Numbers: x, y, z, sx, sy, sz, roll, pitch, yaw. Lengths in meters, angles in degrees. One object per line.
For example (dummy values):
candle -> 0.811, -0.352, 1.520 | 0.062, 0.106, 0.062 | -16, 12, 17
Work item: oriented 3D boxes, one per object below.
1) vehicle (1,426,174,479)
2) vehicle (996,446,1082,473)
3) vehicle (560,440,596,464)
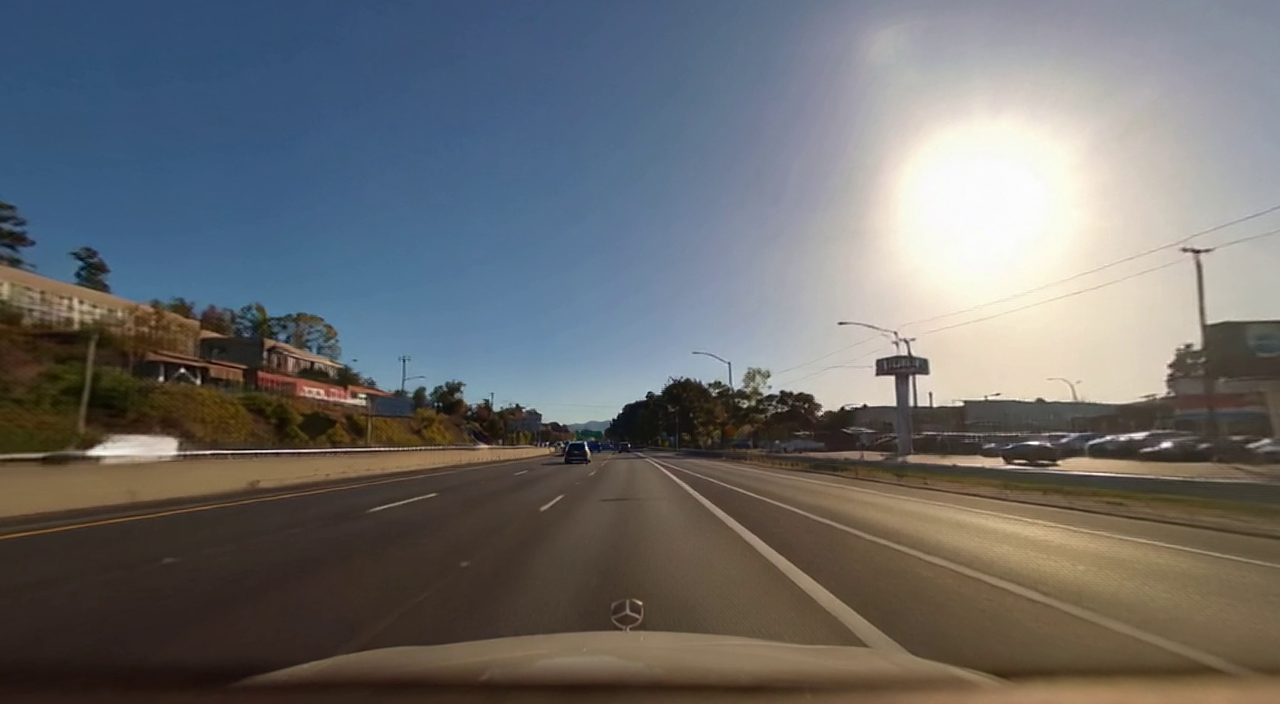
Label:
vehicle -> -22.597, 4.137, 26.246 | 2.242, 1.938, 5.519 | 0, -8, -1
vehicle -> 28.037, 7.549, 44.590 | 1.972, 1.749, 5.464 | 1, -8, -8
vehicle -> -4.741, 7.729, 49.094 | 2.236, 1.736, 5.585 | 0, -8, -1
